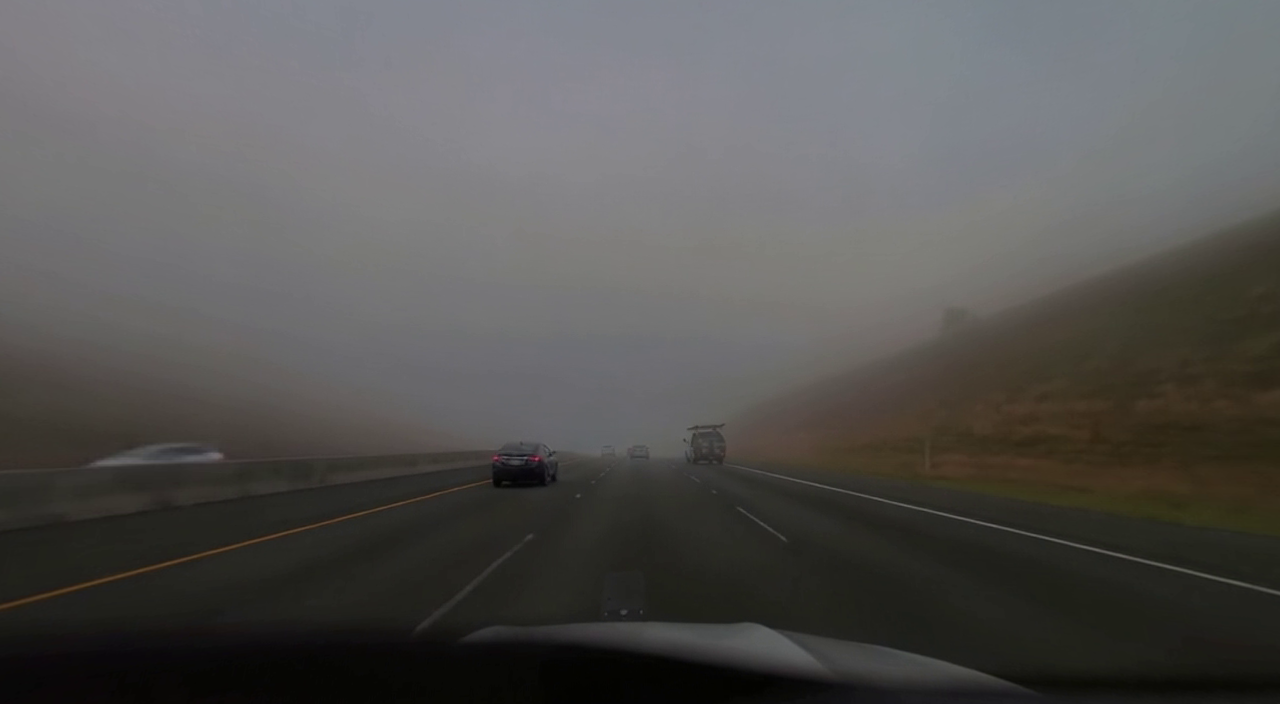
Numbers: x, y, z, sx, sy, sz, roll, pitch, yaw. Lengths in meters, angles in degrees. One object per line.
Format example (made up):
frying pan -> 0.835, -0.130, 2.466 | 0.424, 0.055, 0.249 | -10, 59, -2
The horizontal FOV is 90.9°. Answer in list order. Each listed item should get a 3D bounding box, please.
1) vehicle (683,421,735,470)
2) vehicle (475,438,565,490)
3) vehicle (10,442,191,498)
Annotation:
vehicle -> 3.976, 5.600, 37.532 | 2.361, 2.636, 5.684 | 0, -9, -1
vehicle -> -3.801, 3.658, 20.831 | 2.054, 1.529, 4.368 | 0, -9, 1
vehicle -> -15.394, 3.361, 18.334 | 1.596, 1.414, 4.176 | 0, -9, -1
